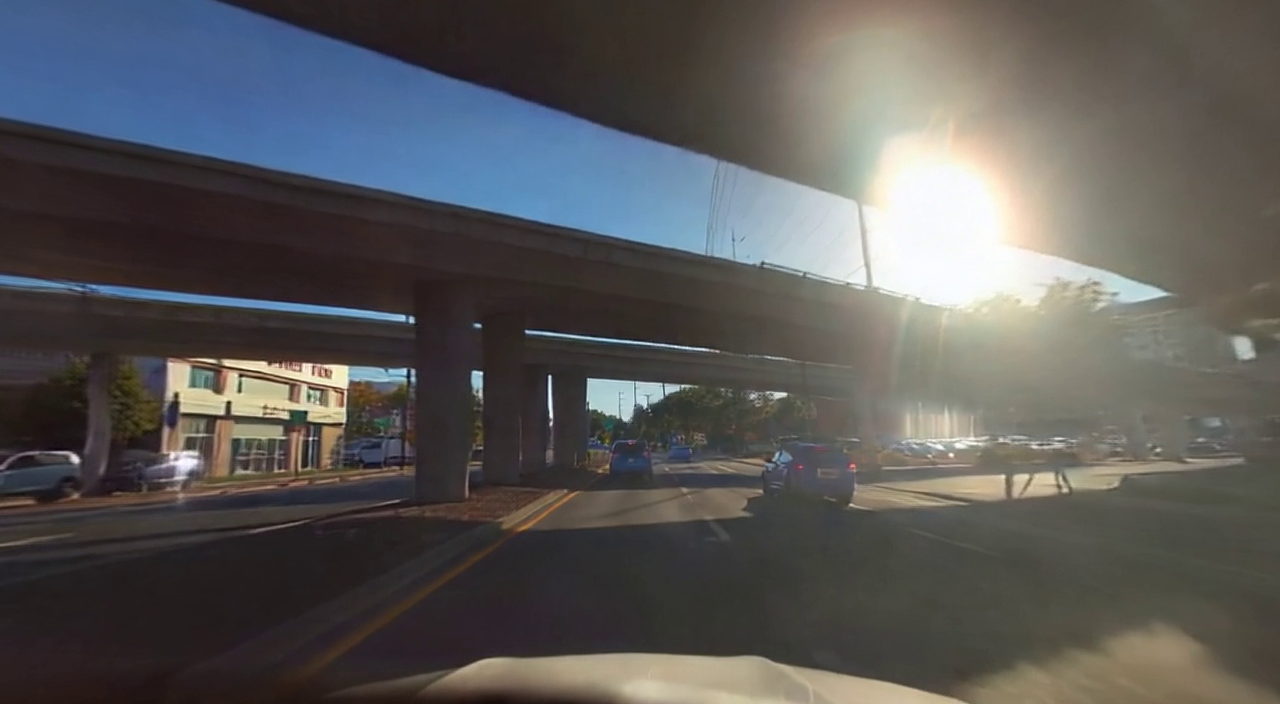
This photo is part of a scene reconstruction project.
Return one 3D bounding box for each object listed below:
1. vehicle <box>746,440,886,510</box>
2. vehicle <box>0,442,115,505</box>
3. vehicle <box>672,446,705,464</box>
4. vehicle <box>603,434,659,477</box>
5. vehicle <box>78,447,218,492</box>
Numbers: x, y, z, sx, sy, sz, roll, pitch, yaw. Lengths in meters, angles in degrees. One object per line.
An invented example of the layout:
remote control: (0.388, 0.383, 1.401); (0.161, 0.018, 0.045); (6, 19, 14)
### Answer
vehicle: (4.209, 3.006, 15.980); (1.954, 1.479, 4.557); (1, -8, -4)
vehicle: (-19.758, 3.823, 20.214); (1.989, 1.820, 4.427); (0, -8, -1)
vehicle: (3.718, 7.959, 48.868); (2.126, 1.375, 4.241); (0, -8, -1)
vehicle: (-0.389, 4.817, 29.583); (2.441, 1.813, 4.581); (0, -8, 0)
vehicle: (-19.439, 4.627, 25.213); (1.913, 1.612, 4.505); (0, -8, 0)
